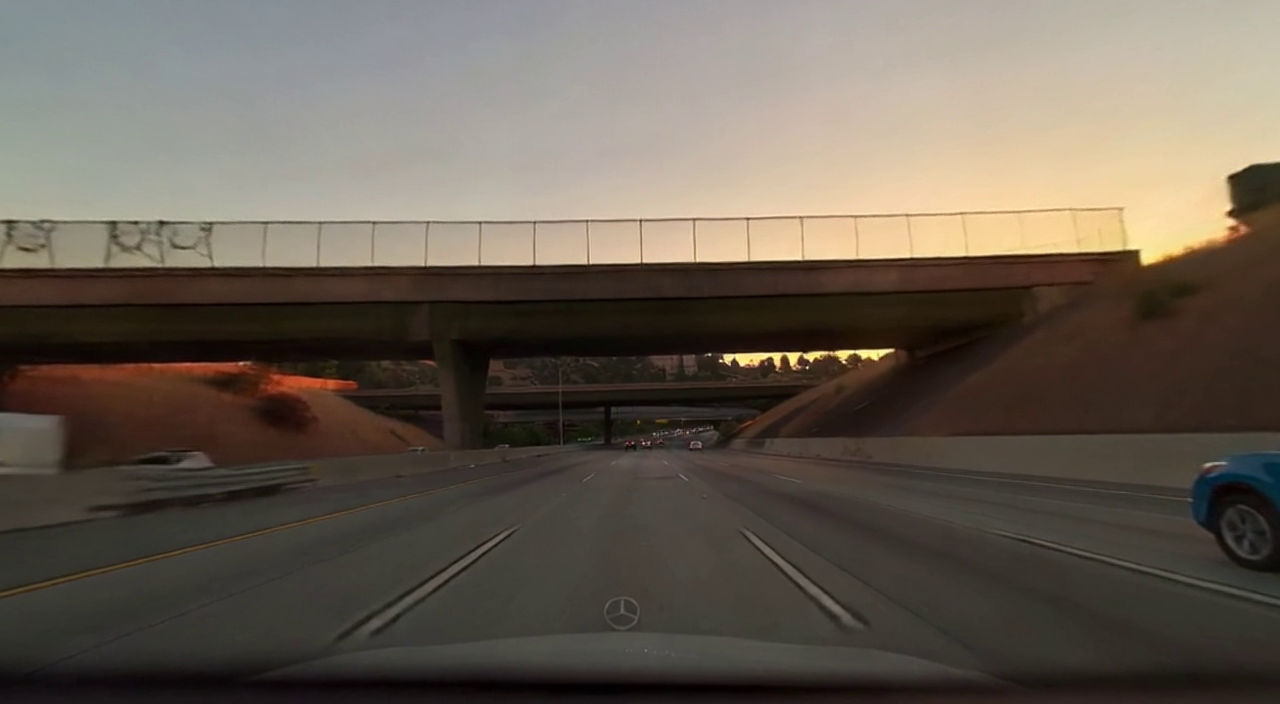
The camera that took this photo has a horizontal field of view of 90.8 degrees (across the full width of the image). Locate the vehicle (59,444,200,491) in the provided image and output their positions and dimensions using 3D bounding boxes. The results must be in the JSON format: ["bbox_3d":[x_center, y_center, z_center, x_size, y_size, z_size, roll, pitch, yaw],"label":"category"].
[{"bbox_3d":[-21.933,4.949,27.468,2.079,1.822,4.786,0,-8,0],"label":"vehicle"}]
